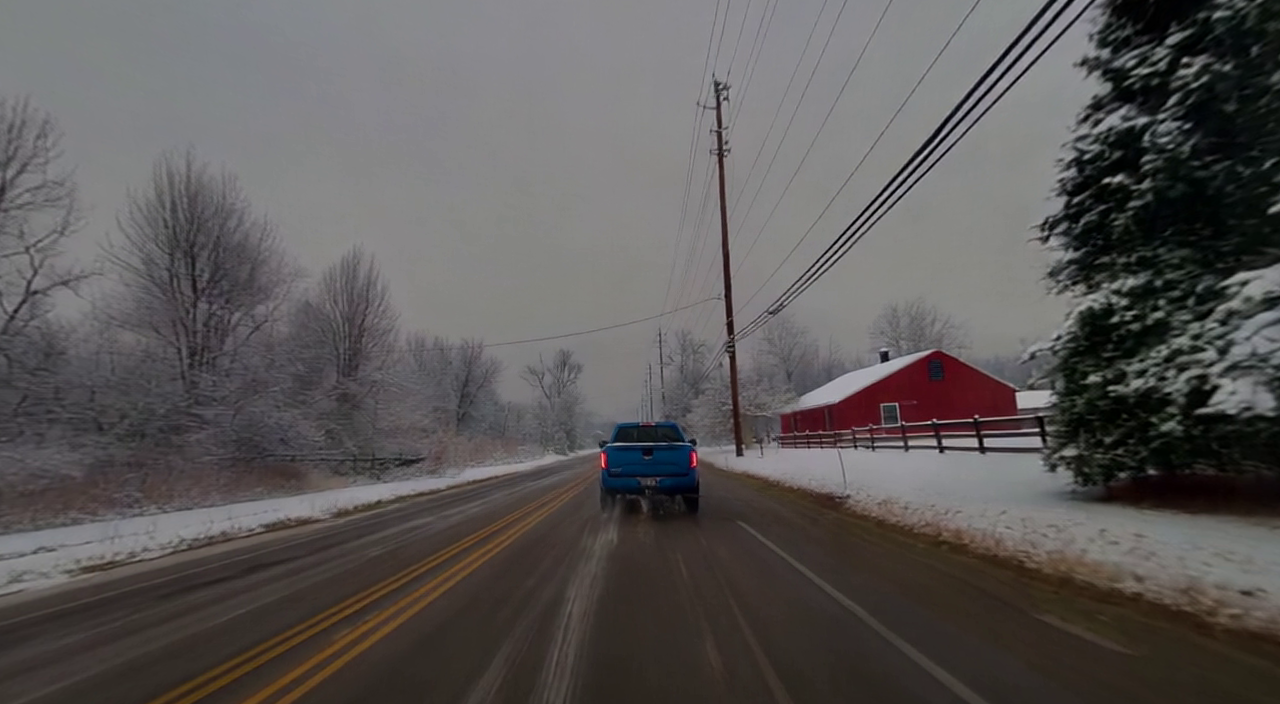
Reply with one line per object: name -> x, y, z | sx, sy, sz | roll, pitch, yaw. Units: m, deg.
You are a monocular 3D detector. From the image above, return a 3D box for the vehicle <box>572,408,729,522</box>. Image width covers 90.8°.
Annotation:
vehicle -> 0.166, 2.426, 14.122 | 2.693, 1.941, 6.356 | 0, -9, 0
